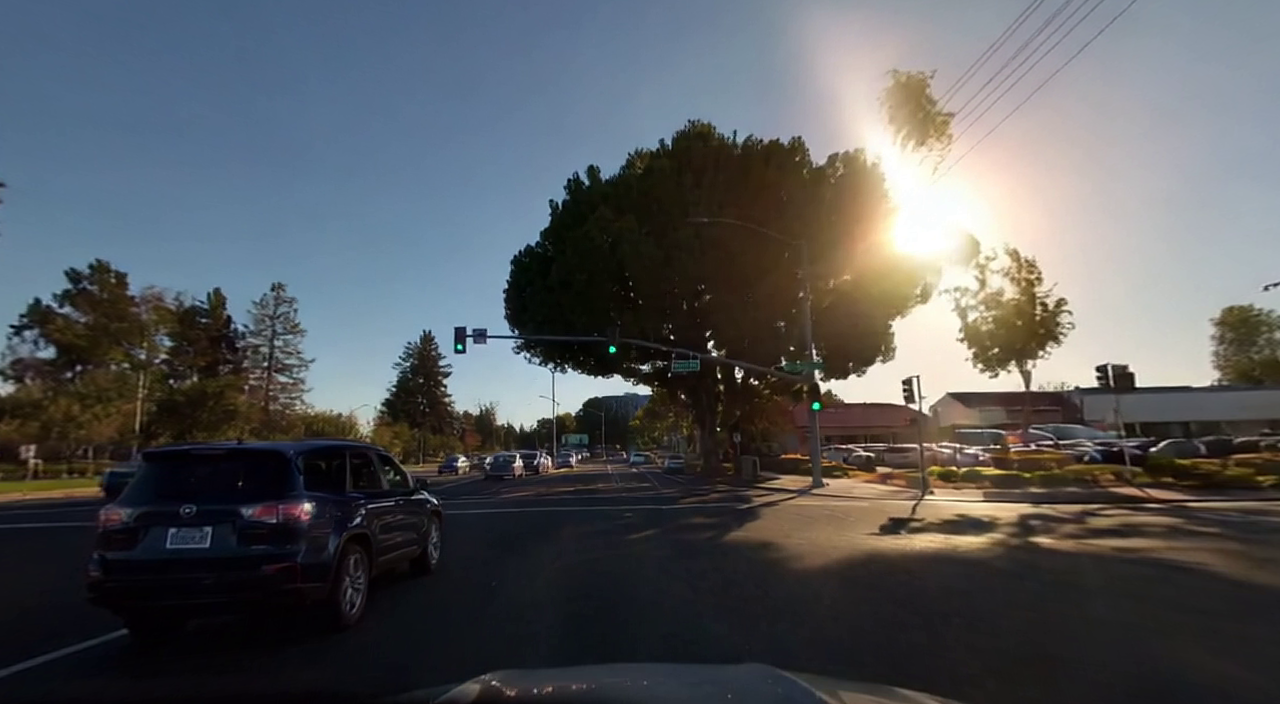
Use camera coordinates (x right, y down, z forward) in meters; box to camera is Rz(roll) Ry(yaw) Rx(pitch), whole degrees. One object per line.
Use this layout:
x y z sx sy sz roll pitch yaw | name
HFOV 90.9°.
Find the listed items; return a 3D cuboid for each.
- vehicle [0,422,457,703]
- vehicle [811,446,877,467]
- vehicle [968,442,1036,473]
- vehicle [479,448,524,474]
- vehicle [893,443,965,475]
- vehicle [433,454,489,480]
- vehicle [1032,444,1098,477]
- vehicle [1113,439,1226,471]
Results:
-3.098 1.377 4.887 1.924 1.482 4.734 0 -8 0 | vehicle
16.047 8.214 49.672 4.594 1.577 1.789 -5 -10 30 | vehicle
17.957 5.168 31.191 1.945 1.434 4.293 -8 -11 42 | vehicle
-10.767 8.483 49.275 2.120 1.833 4.650 -1 -8 4 | vehicle
15.526 5.714 33.739 2.060 1.445 4.712 -10 -11 41 | vehicle
-11.221 7.214 39.836 2.001 1.458 4.278 -1 -8 4 | vehicle
20.032 5.050 29.612 1.930 1.410 4.313 -7 -11 40 | vehicle
27.536 5.318 32.824 4.678 1.558 1.883 1 -9 -12 | vehicle
